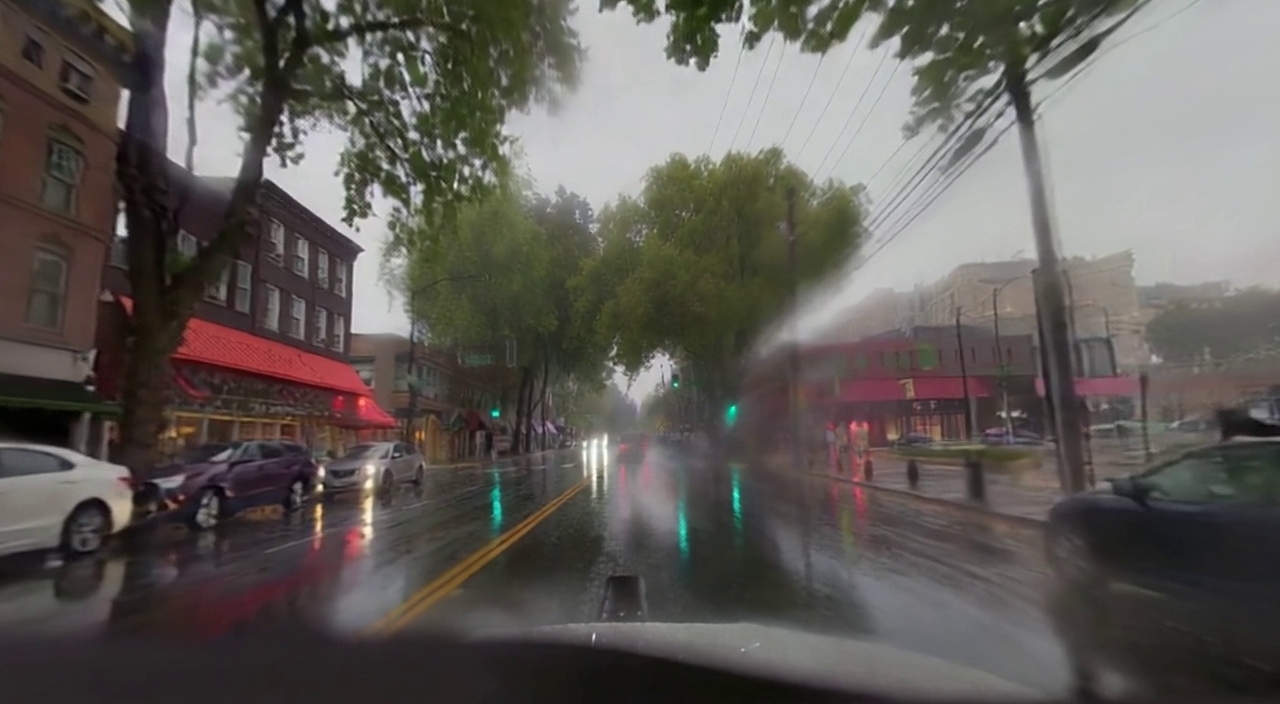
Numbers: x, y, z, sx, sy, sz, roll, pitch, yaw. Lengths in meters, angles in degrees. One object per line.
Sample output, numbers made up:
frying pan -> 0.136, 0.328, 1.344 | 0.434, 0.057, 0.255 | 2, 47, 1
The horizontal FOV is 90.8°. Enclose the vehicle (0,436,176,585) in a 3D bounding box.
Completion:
vehicle -> -9.341, 2.037, 8.162 | 2.305, 1.883, 5.580 | 0, -10, 2

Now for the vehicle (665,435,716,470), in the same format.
vehicle -> 2.350, 4.841, 30.634 | 1.998, 1.580, 4.015 | 0, -9, -2

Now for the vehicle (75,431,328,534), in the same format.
vehicle -> -9.692, 2.907, 14.781 | 1.980, 1.931, 5.487 | 0, -9, -1

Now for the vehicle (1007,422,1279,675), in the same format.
vehicle -> 5.502, 1.332, 4.318 | 2.266, 1.705, 5.998 | 0, -8, -1

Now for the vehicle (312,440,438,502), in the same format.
vehicle -> -9.668, 4.385, 23.770 | 2.048, 1.985, 6.011 | 0, -9, 0

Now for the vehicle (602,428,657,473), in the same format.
vehicle -> -0.475, 4.470, 28.814 | 2.301, 1.854, 4.919 | 0, -9, -1
